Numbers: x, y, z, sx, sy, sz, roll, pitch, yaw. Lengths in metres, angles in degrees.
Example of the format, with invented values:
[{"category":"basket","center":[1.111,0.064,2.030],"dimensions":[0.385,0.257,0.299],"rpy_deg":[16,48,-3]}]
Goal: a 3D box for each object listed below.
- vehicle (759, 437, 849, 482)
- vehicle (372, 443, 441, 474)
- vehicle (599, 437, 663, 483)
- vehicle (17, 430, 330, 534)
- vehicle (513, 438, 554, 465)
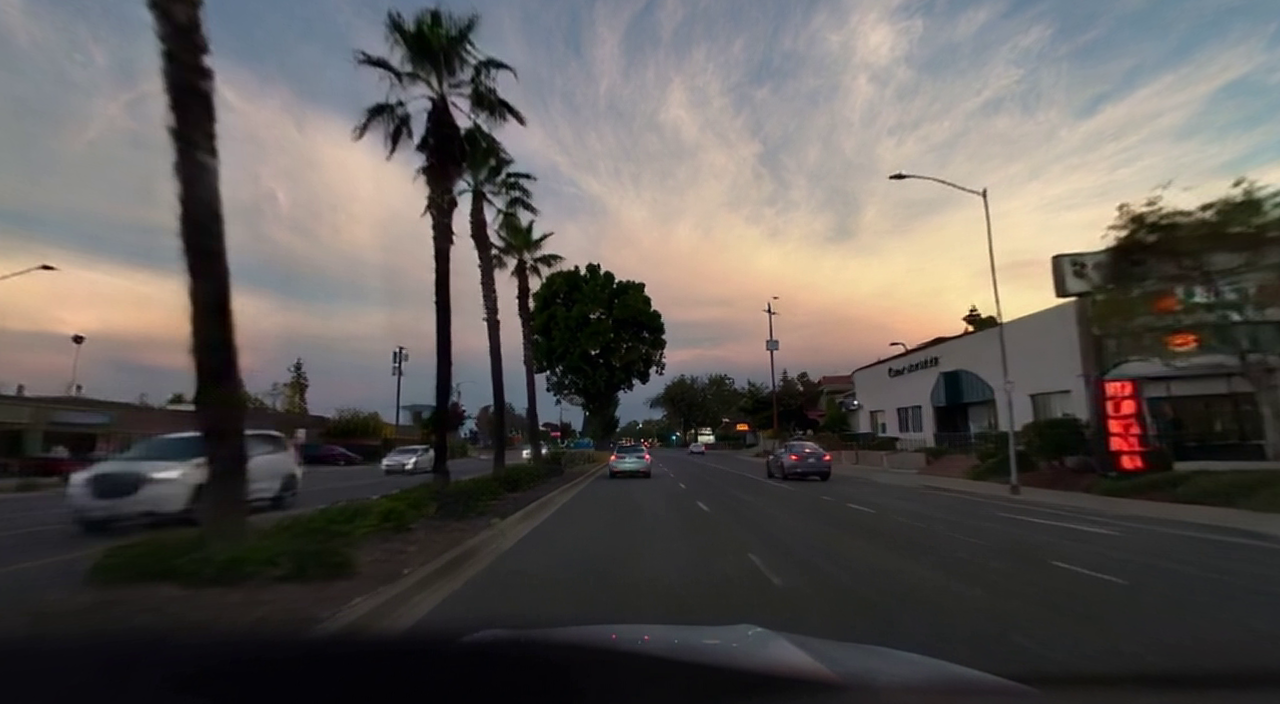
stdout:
[{"category":"vehicle","center":[6.364,4.231,25.131],"dimensions":[2.244,1.618,4.585],"rpy_deg":[0,-9,-2]},{"category":"vehicle","center":[-11.943,5.479,32.626],"dimensions":[1.833,1.464,4.463],"rpy_deg":[0,-9,0]},{"category":"vehicle","center":[-0.330,3.874,22.897],"dimensions":[2.106,1.496,3.964],"rpy_deg":[0,-9,-1]},{"category":"vehicle","center":[-8.285,2.336,12.093],"dimensions":[2.049,1.543,5.131],"rpy_deg":[0,-9,0]},{"category":"vehicle","center":[-7.137,6.743,42.851],"dimensions":[2.156,1.702,4.379],"rpy_deg":[0,-9,-2]}]
